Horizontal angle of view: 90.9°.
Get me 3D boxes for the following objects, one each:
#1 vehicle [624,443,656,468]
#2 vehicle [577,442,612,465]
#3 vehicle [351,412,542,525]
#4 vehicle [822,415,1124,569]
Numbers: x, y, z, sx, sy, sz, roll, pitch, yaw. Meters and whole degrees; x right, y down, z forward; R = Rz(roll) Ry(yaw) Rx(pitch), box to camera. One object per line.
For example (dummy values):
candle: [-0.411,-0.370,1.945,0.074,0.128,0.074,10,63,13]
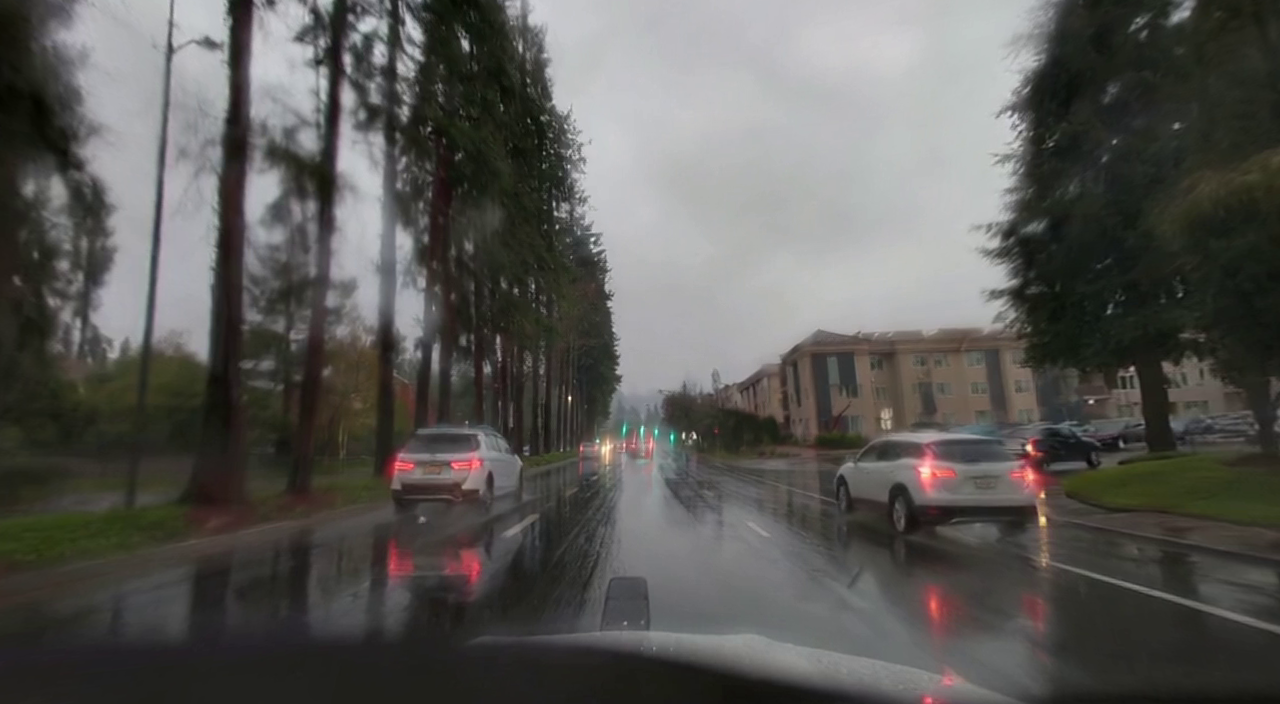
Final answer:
vehicle: [0.062,6.630,40.686,1.940,1.501,4.133,0,-8,1]
vehicle: [-3.303,7.474,46.609,2.091,1.548,4.604,0,-8,2]
vehicle: [-3.568,2.281,12.863,2.216,1.828,4.886,0,-8,2]
vehicle: [4.101,1.785,8.798,1.969,1.593,4.293,0,-8,2]
